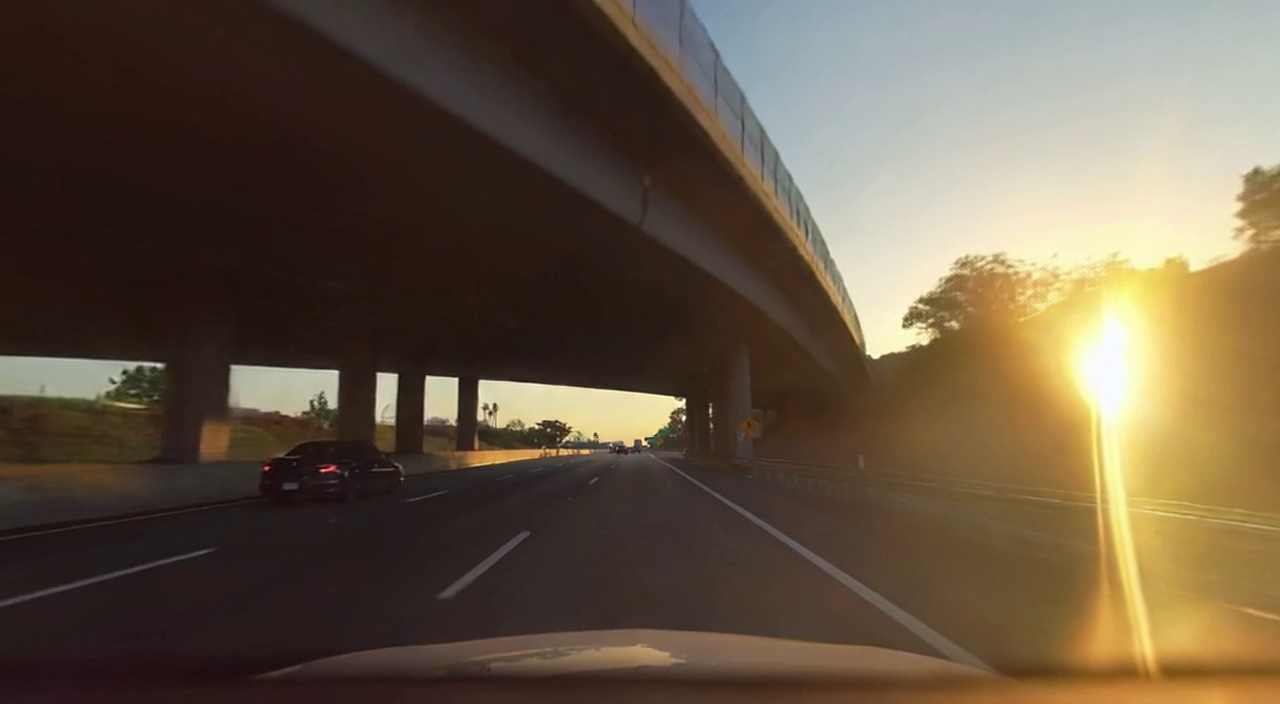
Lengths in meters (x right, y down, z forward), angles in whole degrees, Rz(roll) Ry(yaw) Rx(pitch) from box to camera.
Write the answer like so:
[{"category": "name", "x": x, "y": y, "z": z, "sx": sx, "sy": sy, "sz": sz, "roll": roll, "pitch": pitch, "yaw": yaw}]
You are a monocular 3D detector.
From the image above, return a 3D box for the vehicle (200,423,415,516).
[{"category": "vehicle", "x": -6.931, "y": 2.505, "z": 13.904, "sx": 2.109, "sy": 1.692, "sz": 4.712, "roll": 0, "pitch": -9, "yaw": 1}]
